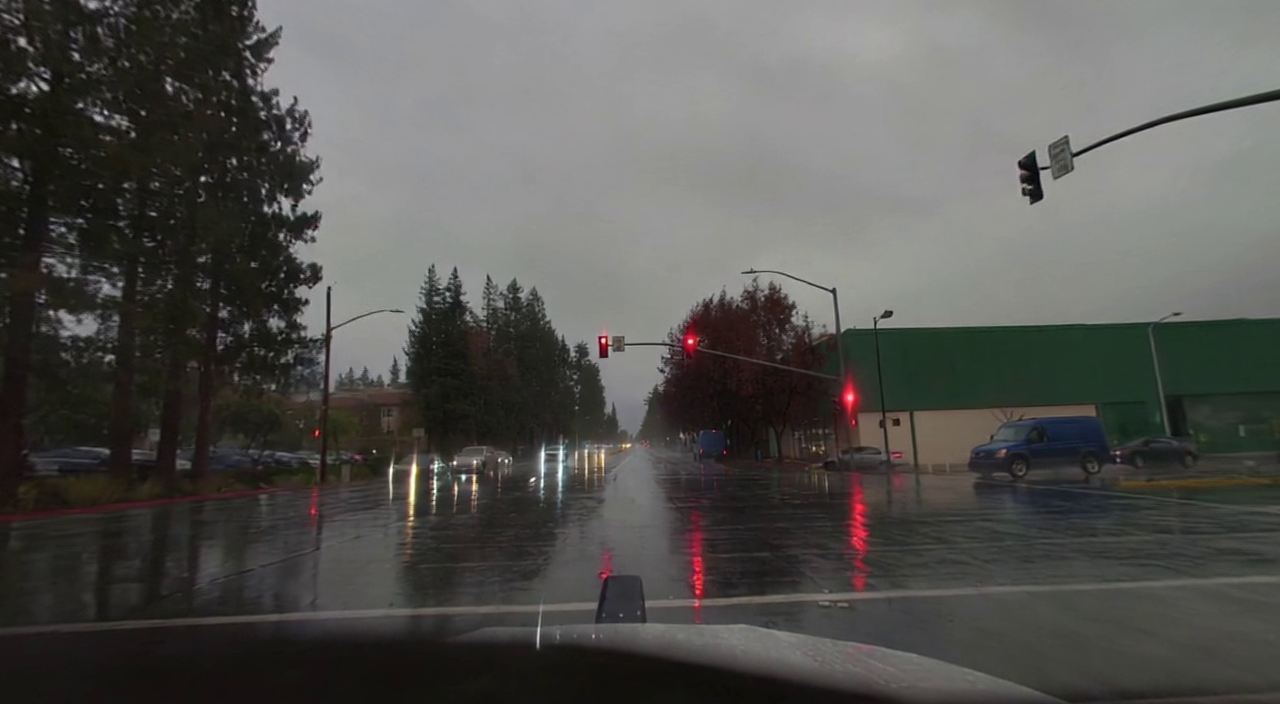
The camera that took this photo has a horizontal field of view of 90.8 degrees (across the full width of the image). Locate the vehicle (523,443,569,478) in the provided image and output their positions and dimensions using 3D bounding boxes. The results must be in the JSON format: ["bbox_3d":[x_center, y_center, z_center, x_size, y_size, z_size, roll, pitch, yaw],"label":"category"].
[{"bbox_3d":[-4.181,4.742,27.963,1.846,1.416,4.228,1,-9,-9],"label":"vehicle"}]

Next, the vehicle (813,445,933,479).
[{"bbox_3d":[10.429,4.965,28.654,4.828,1.453,1.919,-2,-9,11],"label":"vehicle"}]

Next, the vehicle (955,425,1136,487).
[{"bbox_3d":[14.829,3.769,23.133,5.910,2.046,2.228,3,-9,-19],"label":"vehicle"}]

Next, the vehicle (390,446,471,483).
[{"bbox_3d":[-8.982,4.834,27.497,2.024,1.460,4.381,0,-9,0],"label":"vehicle"}]

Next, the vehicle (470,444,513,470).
[{"bbox_3d":[-9.017,6.385,38.709,1.779,1.460,4.463,0,-9,-3],"label":"vehicle"}]
